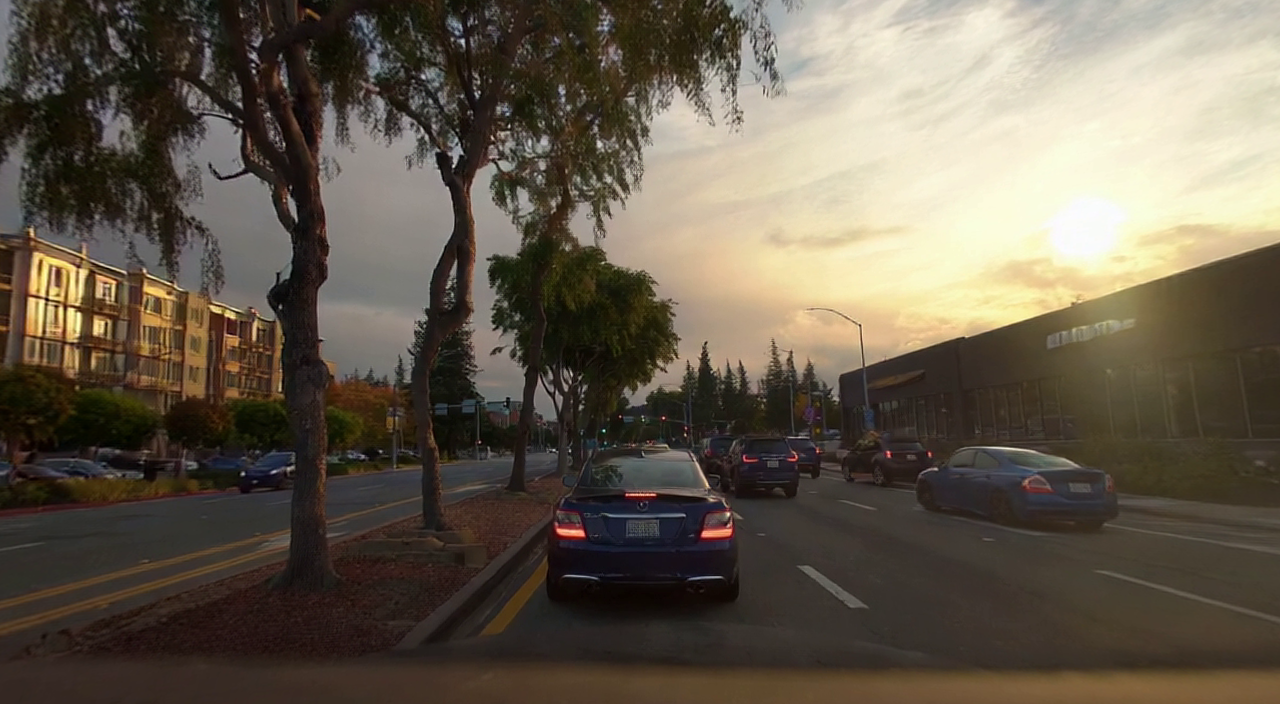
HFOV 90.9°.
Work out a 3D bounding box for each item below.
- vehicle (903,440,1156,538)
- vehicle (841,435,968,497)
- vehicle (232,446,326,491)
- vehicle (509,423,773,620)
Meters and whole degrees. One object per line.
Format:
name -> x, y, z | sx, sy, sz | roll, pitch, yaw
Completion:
vehicle -> 6.831, 2.398, 11.791 | 1.911, 1.468, 4.417 | 0, -8, 0
vehicle -> 7.883, 3.414, 19.328 | 1.963, 1.637, 4.527 | 0, -8, 1
vehicle -> -15.620, 5.006, 27.563 | 2.163, 1.743, 4.428 | 1, -9, -11
vehicle -> -0.020, 1.597, 6.996 | 1.977, 1.465, 4.376 | 0, -8, -1
